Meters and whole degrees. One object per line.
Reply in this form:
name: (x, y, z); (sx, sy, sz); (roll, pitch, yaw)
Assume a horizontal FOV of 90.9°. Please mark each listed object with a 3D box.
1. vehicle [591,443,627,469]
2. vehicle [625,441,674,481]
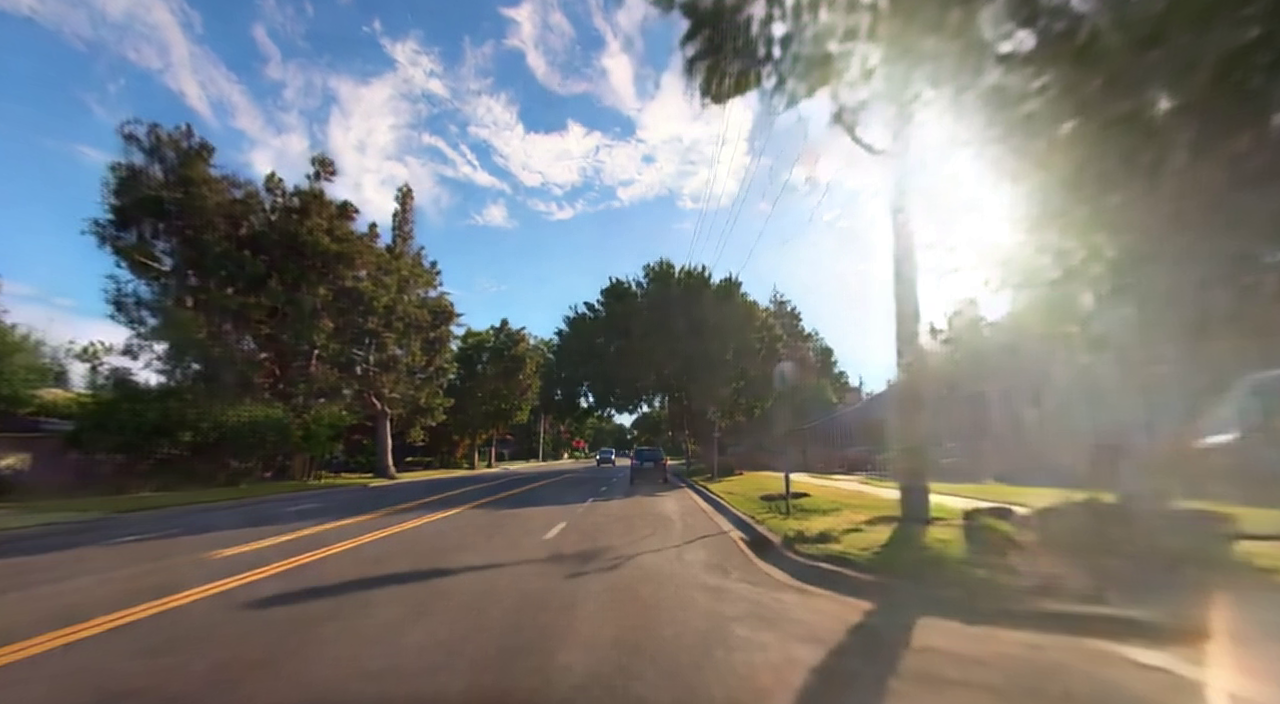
vehicle: (-2.135, 7.323, 44.518); (2.157, 1.765, 4.303); (0, -9, 2)
vehicle: (0.428, 5.082, 29.642); (2.120, 1.718, 3.909); (0, -9, 0)
